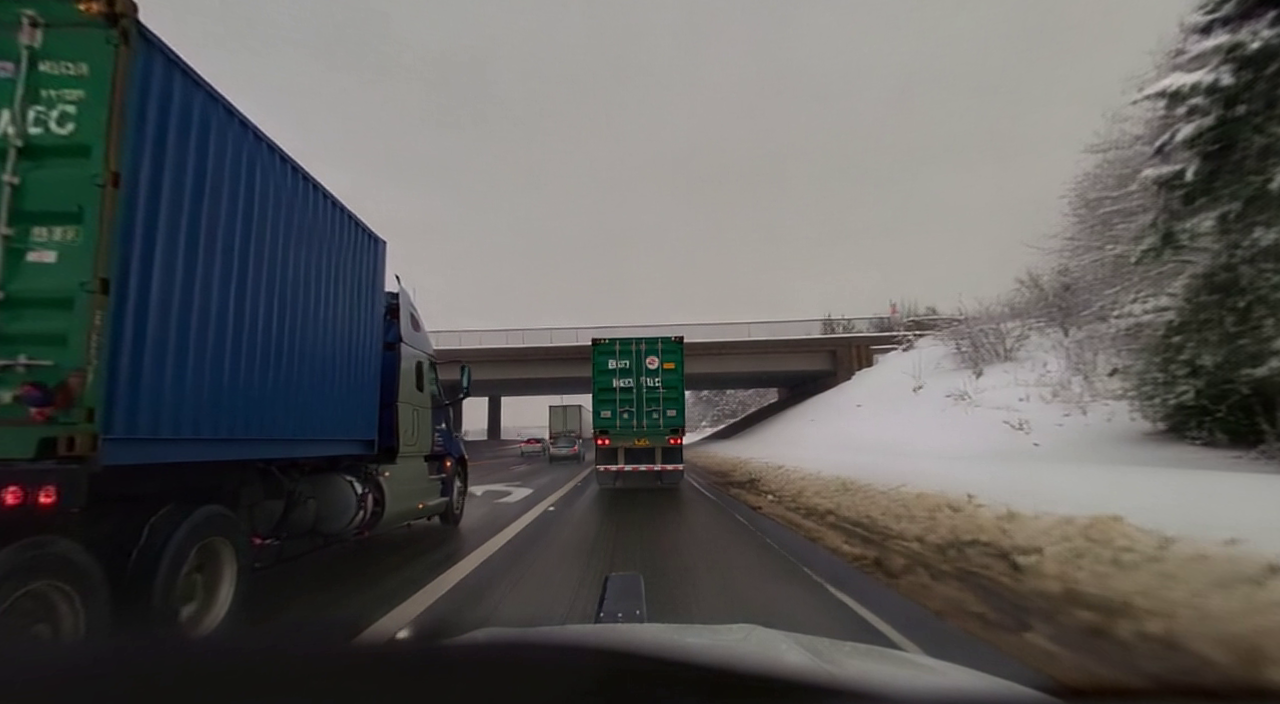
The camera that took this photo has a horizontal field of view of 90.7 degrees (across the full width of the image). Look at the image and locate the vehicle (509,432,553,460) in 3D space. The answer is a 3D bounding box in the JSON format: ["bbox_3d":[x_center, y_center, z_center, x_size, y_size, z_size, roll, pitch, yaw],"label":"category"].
[{"bbox_3d":[-7.213,6.264,42.238,2.163,1.772,4.244,0,-9,0],"label":"vehicle"}]

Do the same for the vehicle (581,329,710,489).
[{"bbox_3d":[0.062,2.021,20.502,3.357,4.212,7.519,0,-9,-1],"label":"vehicle"}]

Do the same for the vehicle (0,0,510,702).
[{"bbox_3d":[-3.740,0.290,6.846,3.187,3.949,6.963,0,-9,0],"label":"vehicle"}]
